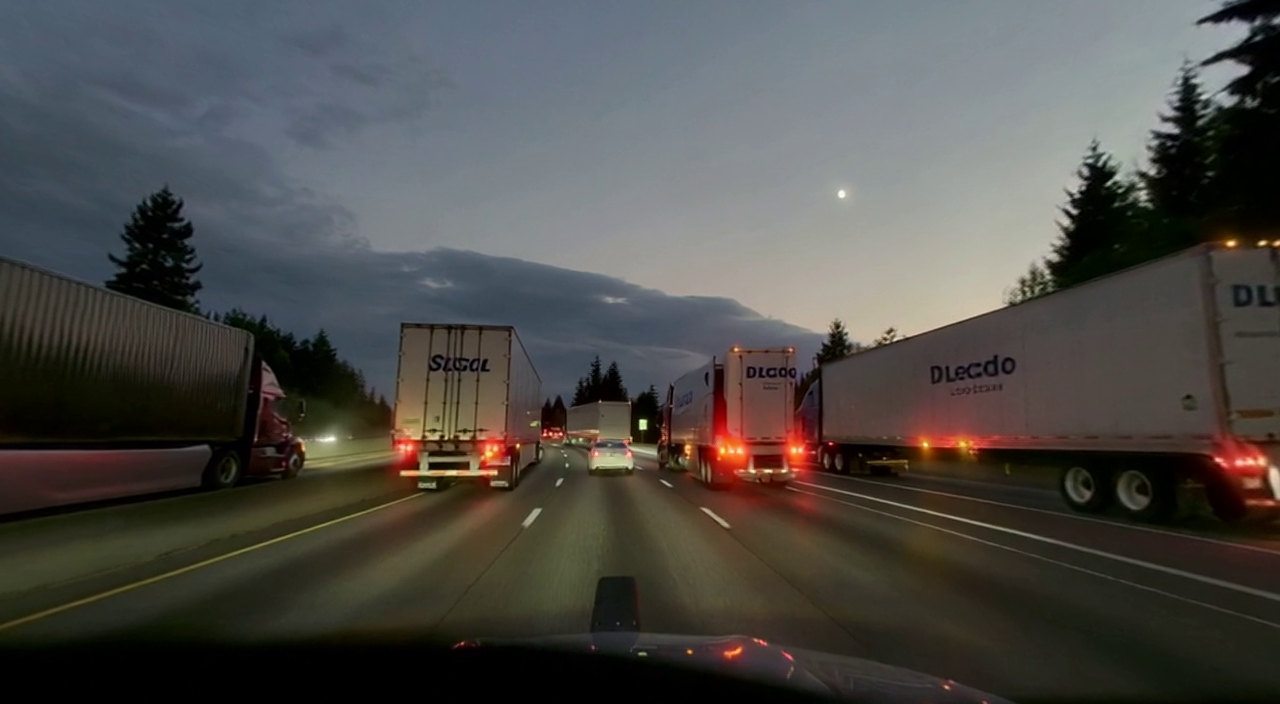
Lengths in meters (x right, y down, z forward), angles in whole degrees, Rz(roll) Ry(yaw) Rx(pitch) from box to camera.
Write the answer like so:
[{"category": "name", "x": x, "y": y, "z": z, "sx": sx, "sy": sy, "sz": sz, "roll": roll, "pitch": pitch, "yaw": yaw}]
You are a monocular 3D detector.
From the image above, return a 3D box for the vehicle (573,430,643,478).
[{"category": "vehicle", "x": -1.260, "y": 3.602, "z": 22.630, "sx": 2.060, "sy": 1.540, "sz": 4.374, "roll": 1, "pitch": -8, "yaw": -9}]

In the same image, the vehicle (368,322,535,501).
[{"category": "vehicle", "x": -4.717, "y": 1.817, "z": 17.857, "sx": 2.822, "sy": 3.788, "sz": 8.799, "roll": 1, "pitch": -8, "yaw": -6}]

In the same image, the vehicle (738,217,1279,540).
[{"category": "vehicle", "x": 7.242, "y": 0.970, "z": 12.901, "sx": 2.820, "sy": 4.084, "sz": 13.786, "roll": 4, "pitch": -8, "yaw": -26}]

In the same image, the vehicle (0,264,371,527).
[{"category": "vehicle", "x": -11.065, "y": 0.981, "z": 12.183, "sx": 2.867, "sy": 4.125, "sz": 14.026, "roll": -2, "pitch": -8, "yaw": 13}]
